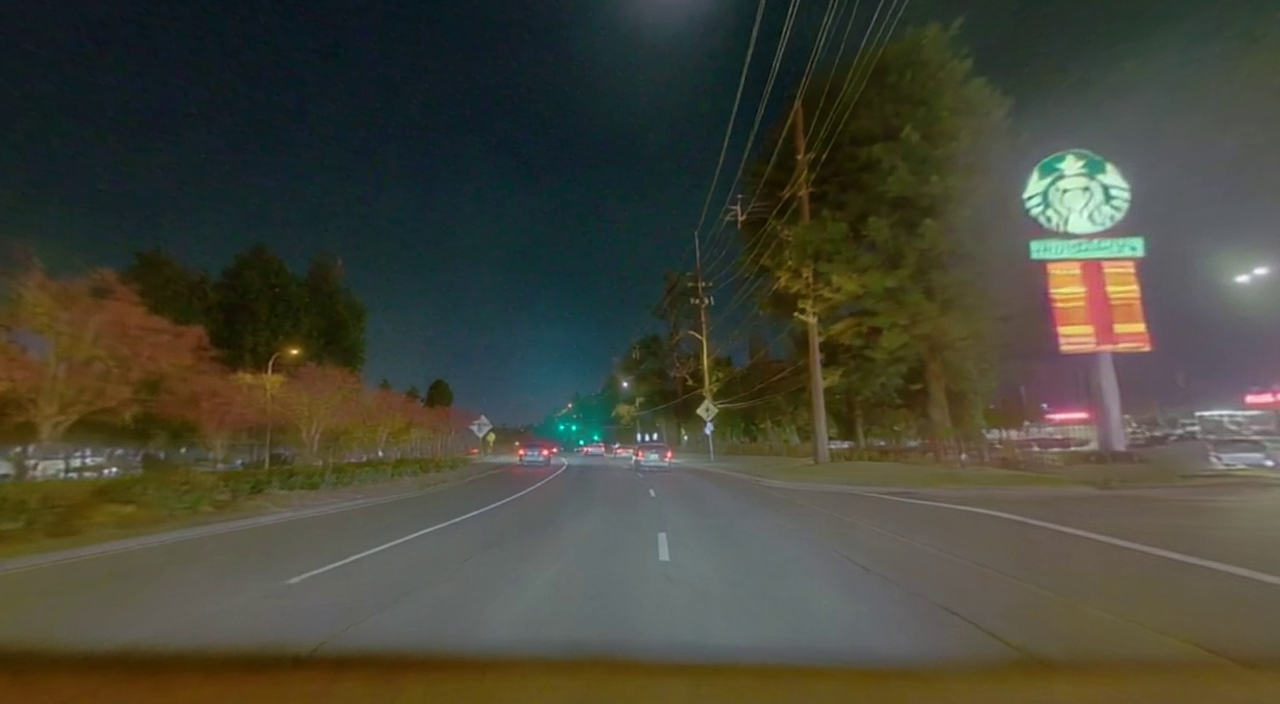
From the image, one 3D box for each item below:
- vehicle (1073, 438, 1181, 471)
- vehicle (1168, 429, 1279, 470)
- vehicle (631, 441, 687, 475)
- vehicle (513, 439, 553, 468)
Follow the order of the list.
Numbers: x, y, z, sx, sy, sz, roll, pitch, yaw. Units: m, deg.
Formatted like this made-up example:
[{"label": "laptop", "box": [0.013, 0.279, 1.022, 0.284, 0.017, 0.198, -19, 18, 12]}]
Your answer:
[{"label": "vehicle", "box": [27.452, 5.812, 35.723, 4.350, 1.447, 1.696, -7, -10, 14]}, {"label": "vehicle", "box": [25.359, 4.103, 26.233, 4.834, 1.495, 1.785, 1, -9, 12]}, {"label": "vehicle", "box": [0.791, 4.947, 29.717, 2.130, 1.476, 4.453, 1, -8, -4]}, {"label": "vehicle", "box": [-6.955, 6.642, 41.347, 2.195, 1.752, 4.515, 1, -8, -5]}]
